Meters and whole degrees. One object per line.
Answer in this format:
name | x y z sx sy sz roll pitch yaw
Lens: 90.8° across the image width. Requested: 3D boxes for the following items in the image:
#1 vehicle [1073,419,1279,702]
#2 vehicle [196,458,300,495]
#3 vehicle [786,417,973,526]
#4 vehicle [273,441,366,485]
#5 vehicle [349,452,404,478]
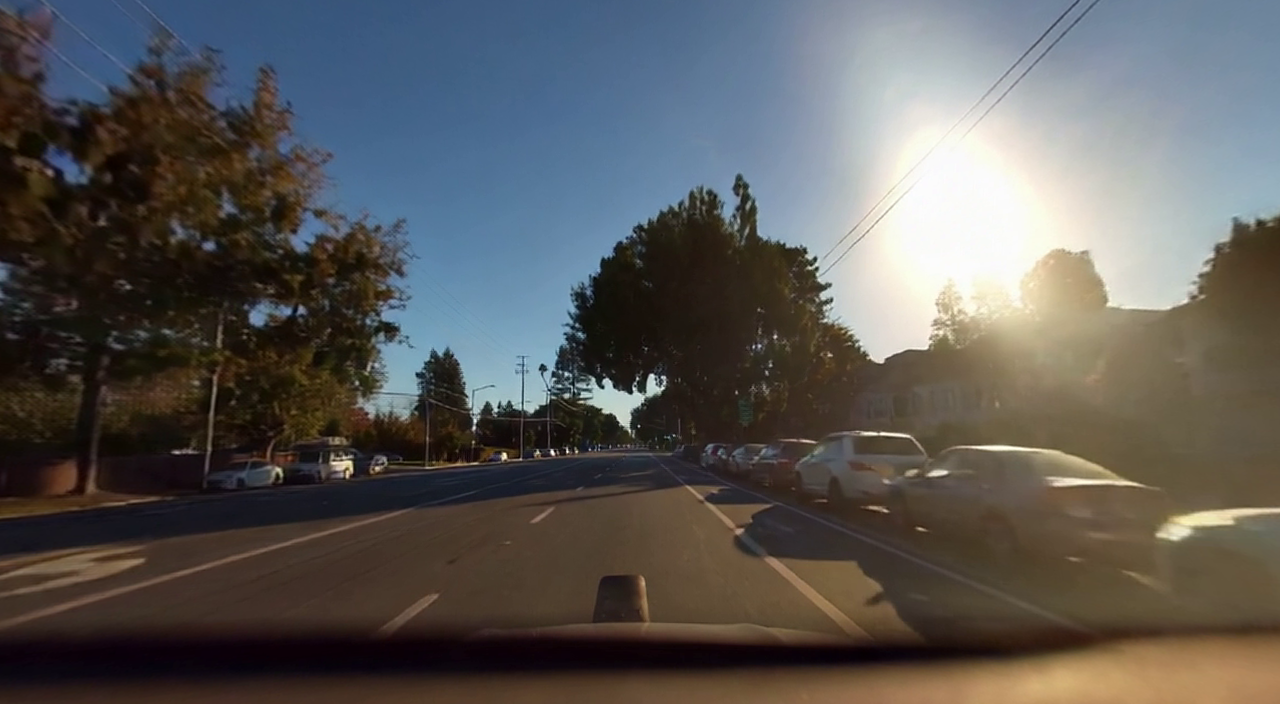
vehicle | 4.459 1.005 2.630 1.927 1.523 4.668 0 -9 -1
vehicle | -17.814 5.661 28.977 1.921 1.480 4.392 0 -9 0
vehicle | 4.483 2.332 12.764 1.926 1.778 4.568 0 -9 -1
vehicle | -17.842 6.202 35.547 2.360 2.225 5.385 0 -9 0
vehicle | -17.770 7.633 42.870 1.871 1.596 4.114 0 -9 1
